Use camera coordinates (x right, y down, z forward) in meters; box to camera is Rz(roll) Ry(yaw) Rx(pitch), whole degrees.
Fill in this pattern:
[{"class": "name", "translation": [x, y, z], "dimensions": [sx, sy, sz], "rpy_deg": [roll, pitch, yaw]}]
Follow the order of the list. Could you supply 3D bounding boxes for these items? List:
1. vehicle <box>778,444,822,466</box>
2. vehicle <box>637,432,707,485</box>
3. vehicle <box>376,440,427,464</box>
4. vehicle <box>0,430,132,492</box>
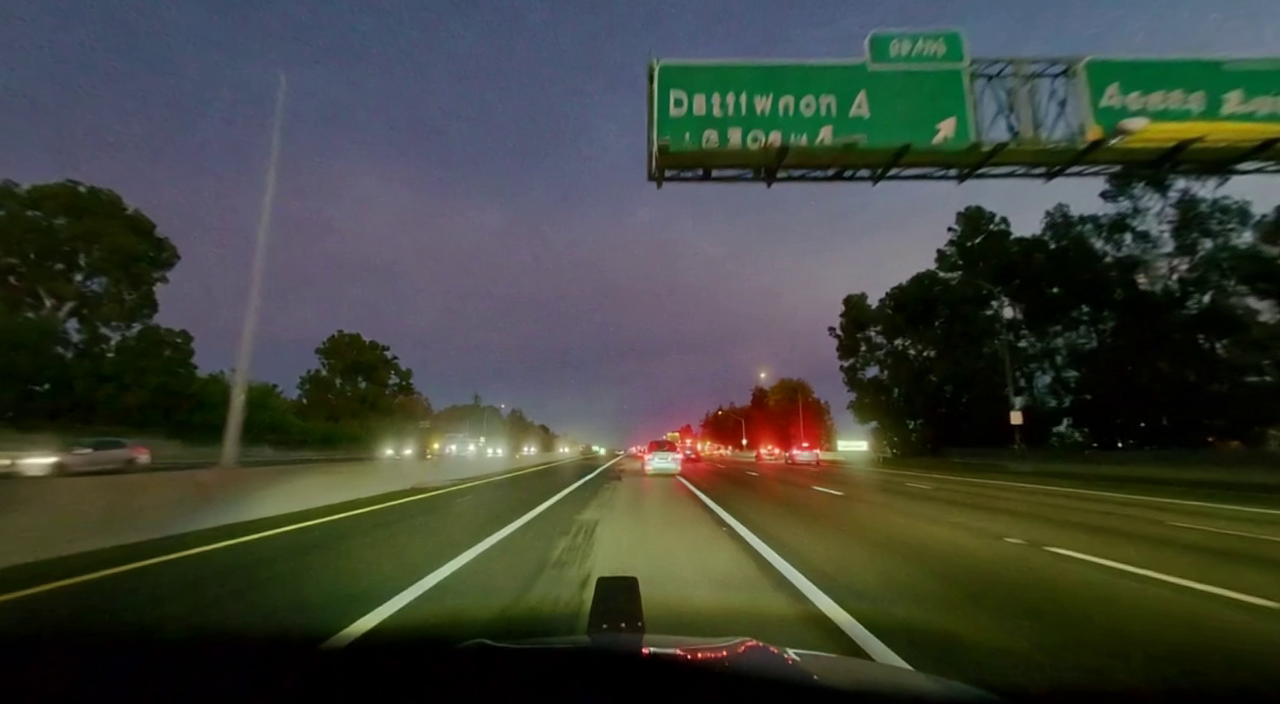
[{"class": "vehicle", "translation": [11.088, 7.143, 44.032], "dimensions": [1.872, 1.459, 4.502], "rpy_deg": [0, -8, 0]}, {"class": "vehicle", "translation": [1.031, 3.798, 22.780], "dimensions": [2.105, 1.711, 4.293], "rpy_deg": [0, -8, -2]}, {"class": "vehicle", "translation": [-18.672, 7.832, 49.600], "dimensions": [2.118, 1.761, 4.873], "rpy_deg": [0, -8, 0]}, {"class": "vehicle", "translation": [-18.283, 3.262, 19.167], "dimensions": [1.965, 1.662, 4.370], "rpy_deg": [0, -8, 0]}]
